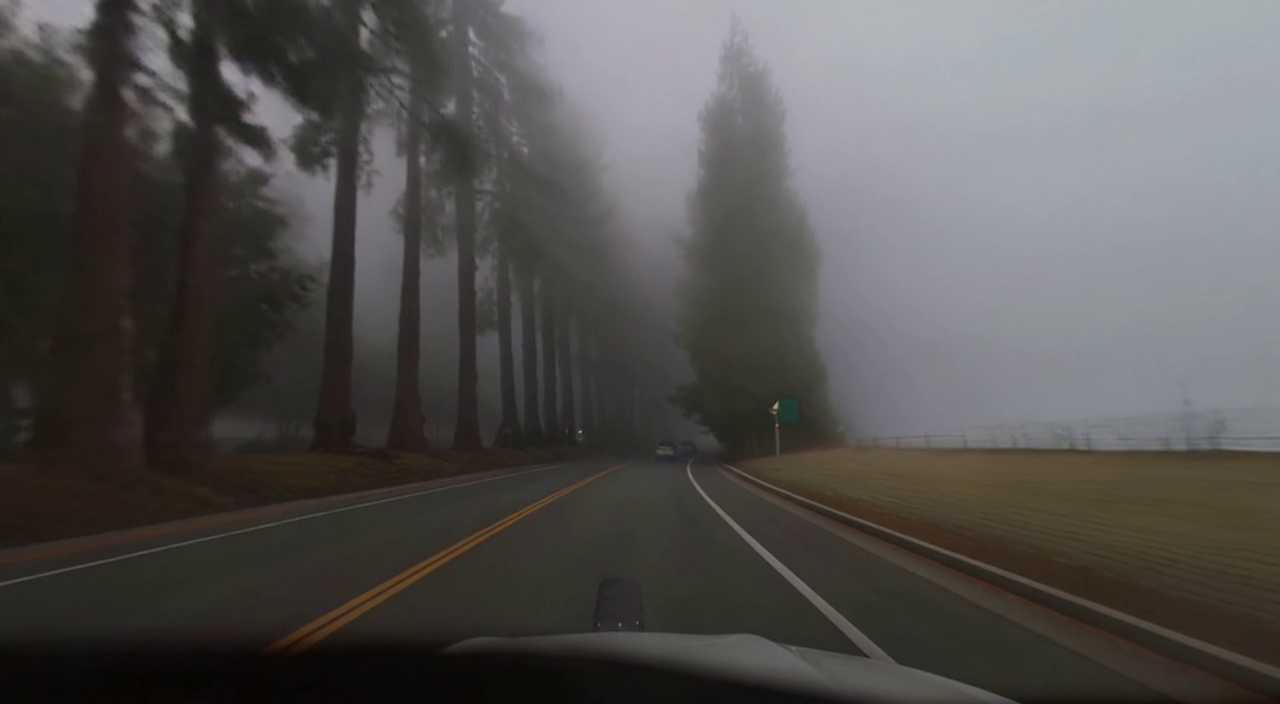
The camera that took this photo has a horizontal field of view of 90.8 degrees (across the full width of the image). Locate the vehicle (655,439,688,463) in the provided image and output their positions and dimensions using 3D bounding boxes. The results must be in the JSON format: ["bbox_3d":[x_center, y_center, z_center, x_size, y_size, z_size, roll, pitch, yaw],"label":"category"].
[{"bbox_3d":[2.176,6.631,42.405,2.071,1.474,4.047,-1,-8,5],"label":"vehicle"}]
